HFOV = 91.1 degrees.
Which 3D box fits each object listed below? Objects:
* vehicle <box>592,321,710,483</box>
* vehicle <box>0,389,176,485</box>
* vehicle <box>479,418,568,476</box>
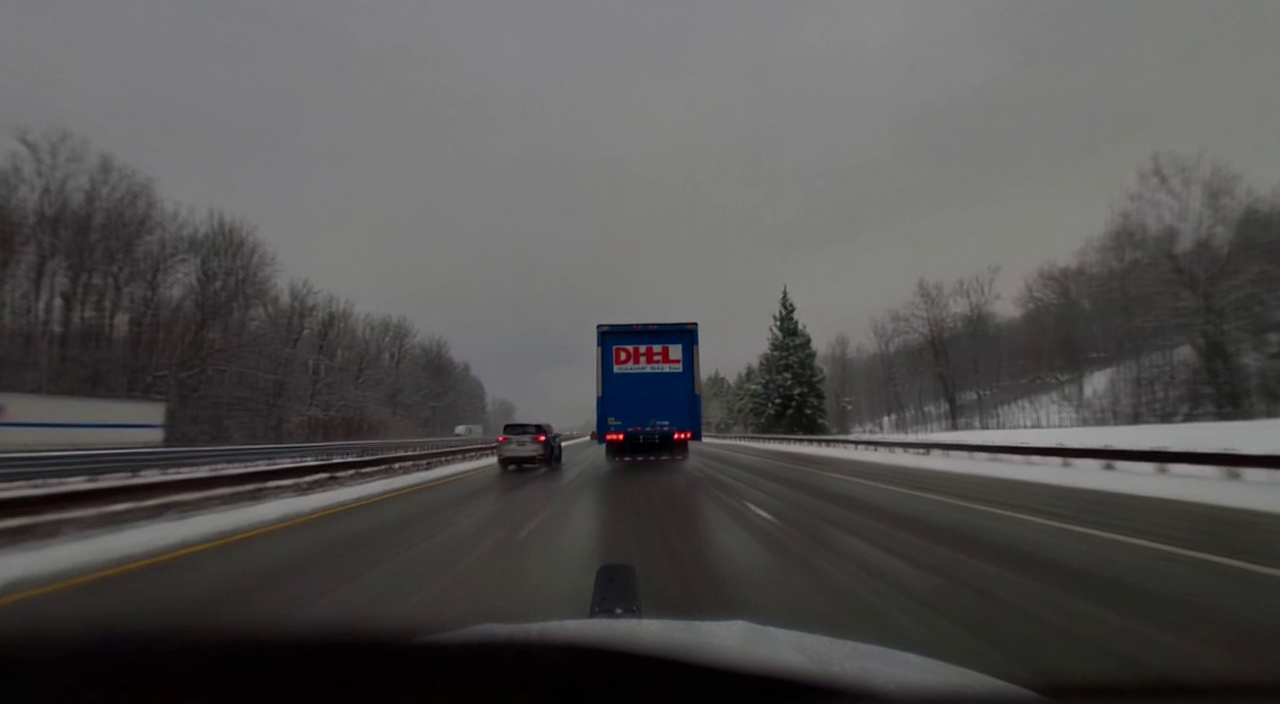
[{"bbox_3d":[0.181,1.864,20.800,3.011,4.211,8.926,0,-8,-1],"label":"vehicle"},{"bbox_3d":[-30.579,4.099,30.275,3.258,4.291,17.587,0,-8,0],"label":"vehicle"},{"bbox_3d":[-3.971,3.343,22.427,2.394,1.787,5.186,0,-8,-2],"label":"vehicle"}]
